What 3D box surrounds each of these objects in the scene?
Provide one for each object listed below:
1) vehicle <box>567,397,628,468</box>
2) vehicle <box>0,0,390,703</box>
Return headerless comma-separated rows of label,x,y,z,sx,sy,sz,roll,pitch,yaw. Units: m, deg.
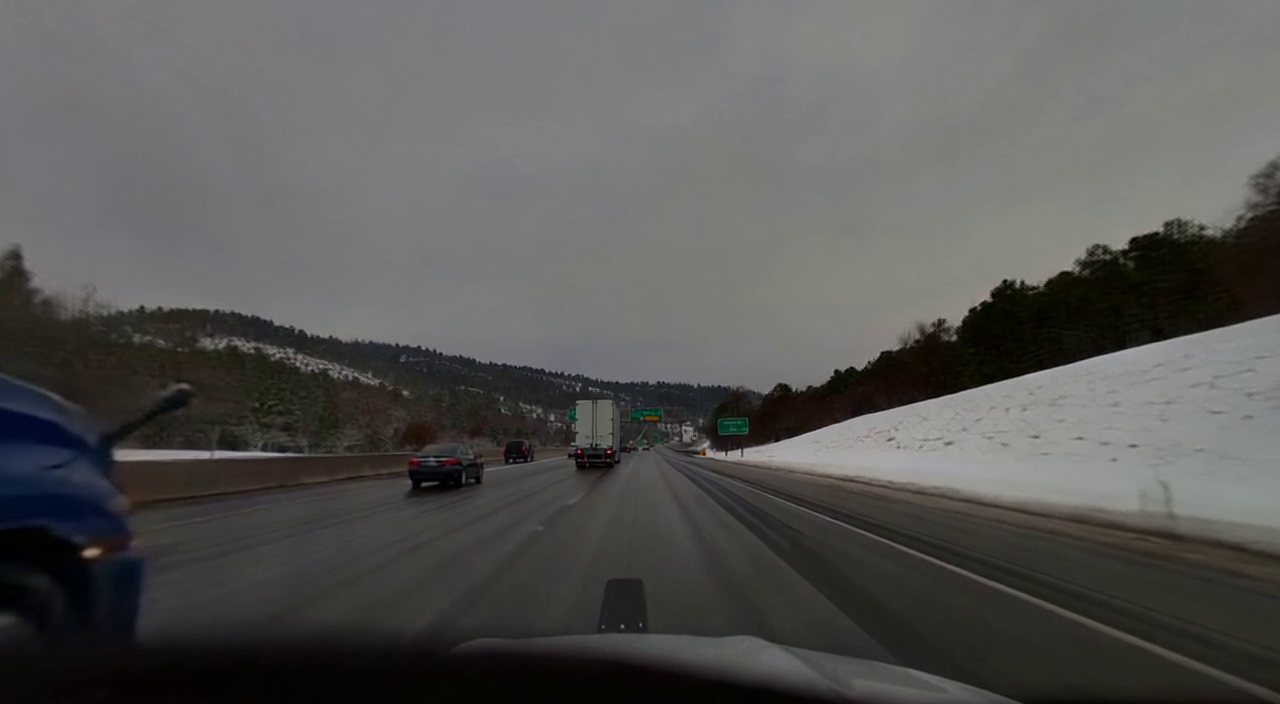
vehicle,-2.787,6.118,47.168,3.202,4.352,16.251,-1,-8,1
vehicle,-3.289,-0.305,0.567,2.958,4.002,7.575,0,-8,0
